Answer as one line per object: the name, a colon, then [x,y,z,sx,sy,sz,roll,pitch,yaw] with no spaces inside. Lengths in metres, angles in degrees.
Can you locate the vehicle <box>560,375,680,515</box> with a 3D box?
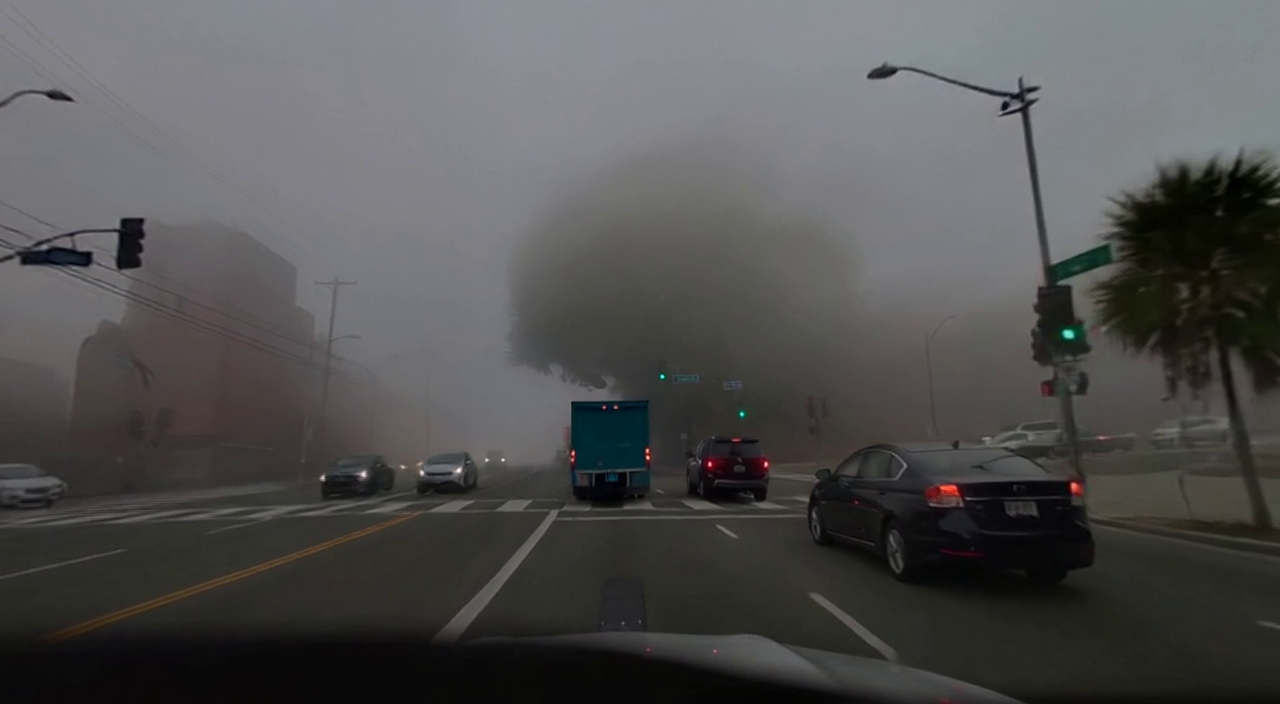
vehicle: [-0.750,2.411,16.452,2.517,2.926,6.177,1,-8,-6]

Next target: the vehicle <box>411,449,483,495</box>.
vehicle: [-7.222,4.506,23.928,1.878,1.540,3.939,1,-8,-6]

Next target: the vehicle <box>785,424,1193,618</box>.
vehicle: [3.309,1.675,7.333,1.978,1.507,4.636,0,-8,-2]

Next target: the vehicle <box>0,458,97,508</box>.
vehicle: [-21.681,4.422,21.452,4.585,1.533,1.996,-1,-8,6]

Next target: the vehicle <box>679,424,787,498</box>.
vehicle: [2.657,3.312,19.543,2.157,1.944,5.423,0,-8,-4]

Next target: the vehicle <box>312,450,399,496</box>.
vehicle: [-11.537,4.890,25.786,1.959,1.636,4.159,1,-8,-6]
